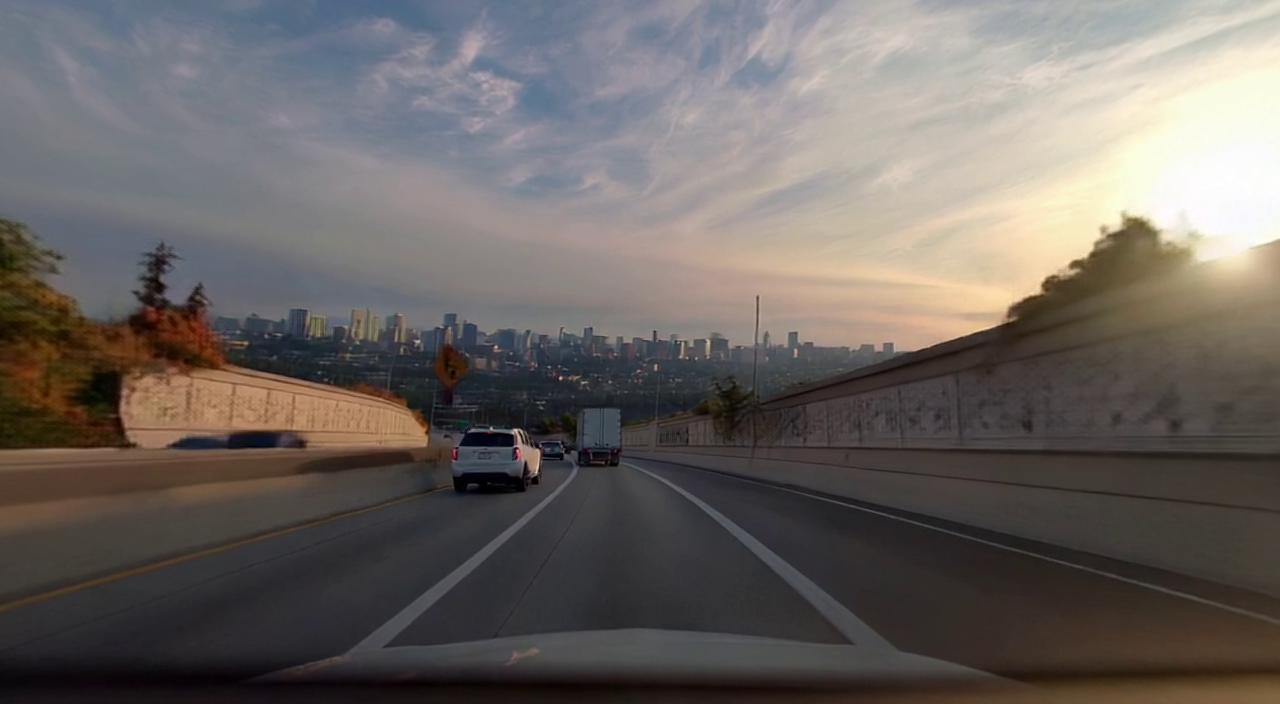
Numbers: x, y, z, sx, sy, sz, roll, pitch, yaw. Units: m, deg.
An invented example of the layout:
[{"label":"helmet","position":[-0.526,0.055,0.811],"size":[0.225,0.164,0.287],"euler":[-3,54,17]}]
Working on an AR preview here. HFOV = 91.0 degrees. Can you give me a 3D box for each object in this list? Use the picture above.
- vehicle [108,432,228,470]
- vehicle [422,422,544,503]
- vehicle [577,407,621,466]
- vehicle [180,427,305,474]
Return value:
[{"label":"vehicle","position":[-20.386,4.309,27.479],"size":[1.926,1.488,4.413],"euler":[1,-9,-2]},{"label":"vehicle","position":[-3.745,2.732,15.925],"size":[2.041,1.734,4.391],"euler":[1,-9,-2]},{"label":"vehicle","position":[-3.293,6.740,49.643],"size":[2.959,3.975,12.918],"euler":[1,-9,-4]},{"label":"vehicle","position":[-13.881,3.493,22.332],"size":[1.829,1.490,4.148],"euler":[1,-9,-2]}]
